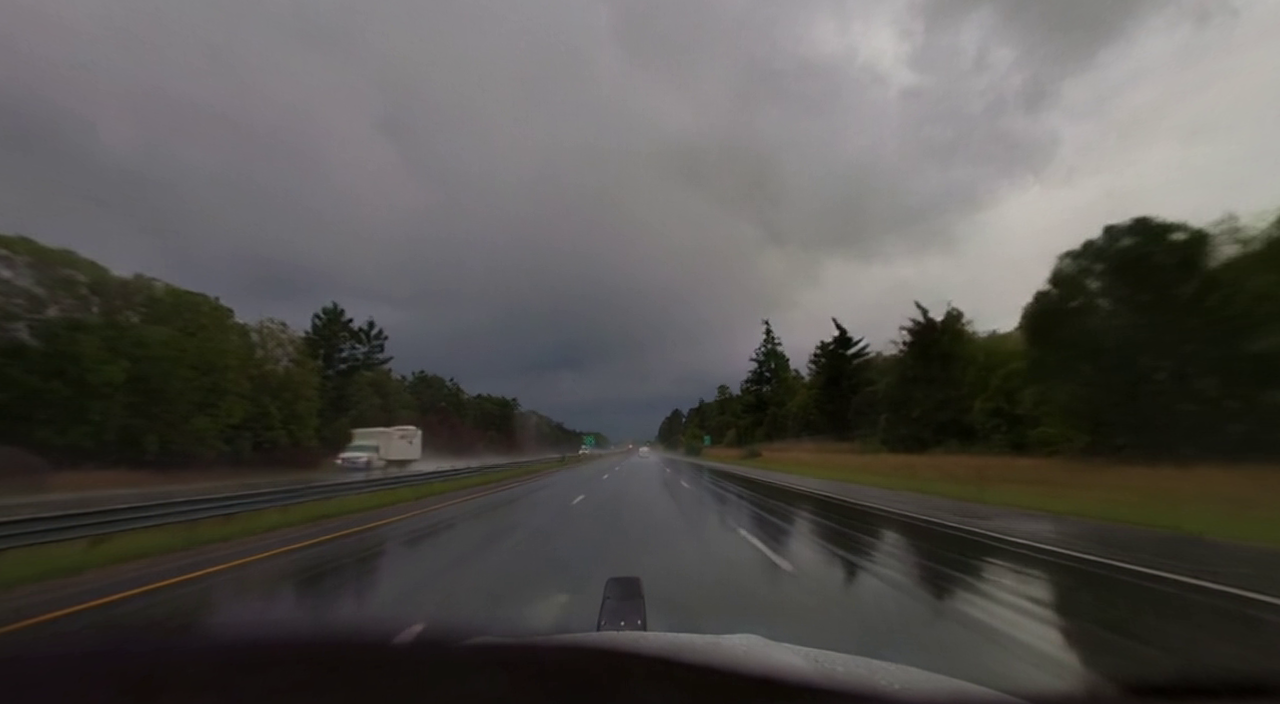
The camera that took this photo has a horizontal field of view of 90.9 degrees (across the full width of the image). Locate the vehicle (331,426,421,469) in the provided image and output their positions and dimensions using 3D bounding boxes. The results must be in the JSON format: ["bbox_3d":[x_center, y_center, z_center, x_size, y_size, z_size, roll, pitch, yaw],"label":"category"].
[{"bbox_3d":[-19.632,7.209,47.459,3.661,2.973,6.879,0,-9,0],"label":"vehicle"}]
